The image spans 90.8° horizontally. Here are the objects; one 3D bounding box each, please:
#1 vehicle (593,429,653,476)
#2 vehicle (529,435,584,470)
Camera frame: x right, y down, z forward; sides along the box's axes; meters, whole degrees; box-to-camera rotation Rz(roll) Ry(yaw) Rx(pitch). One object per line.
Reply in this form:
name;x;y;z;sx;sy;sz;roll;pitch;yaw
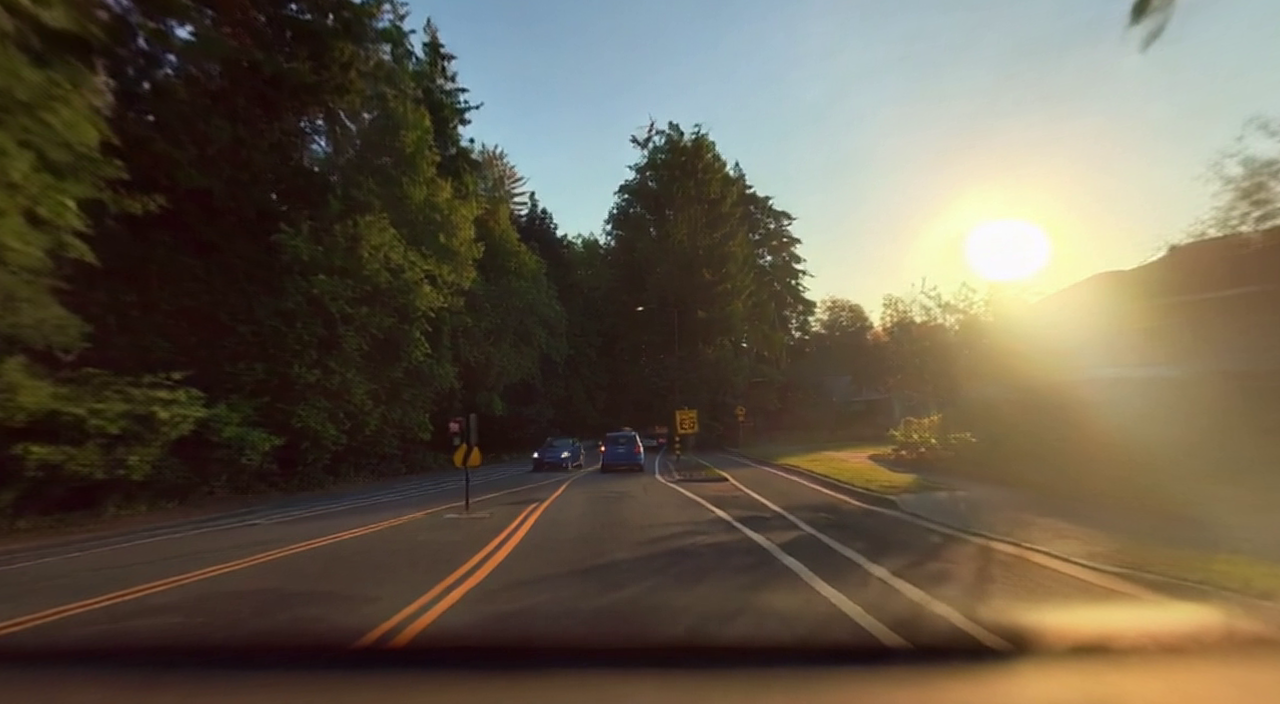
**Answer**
vehicle;-0.590;4.019;25.422;2.216;1.708;4.110;0;-9;1
vehicle;-4.204;5.153;32.589;2.087;1.677;4.467;0;-9;2
